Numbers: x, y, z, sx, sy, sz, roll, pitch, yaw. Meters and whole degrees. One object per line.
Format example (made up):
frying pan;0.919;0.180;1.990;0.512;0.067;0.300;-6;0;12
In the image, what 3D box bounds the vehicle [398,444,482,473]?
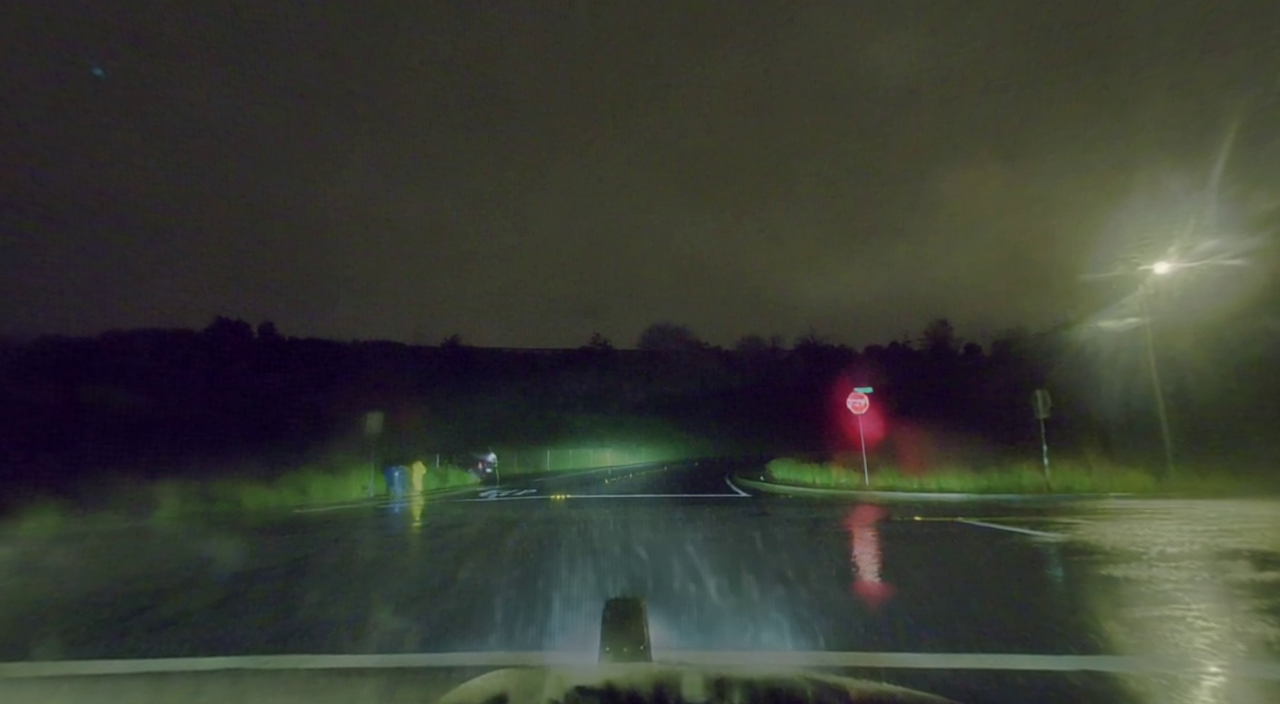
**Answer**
vehicle;-12.645;6.748;40.032;4.590;1.735;1.973;0;-8;3
